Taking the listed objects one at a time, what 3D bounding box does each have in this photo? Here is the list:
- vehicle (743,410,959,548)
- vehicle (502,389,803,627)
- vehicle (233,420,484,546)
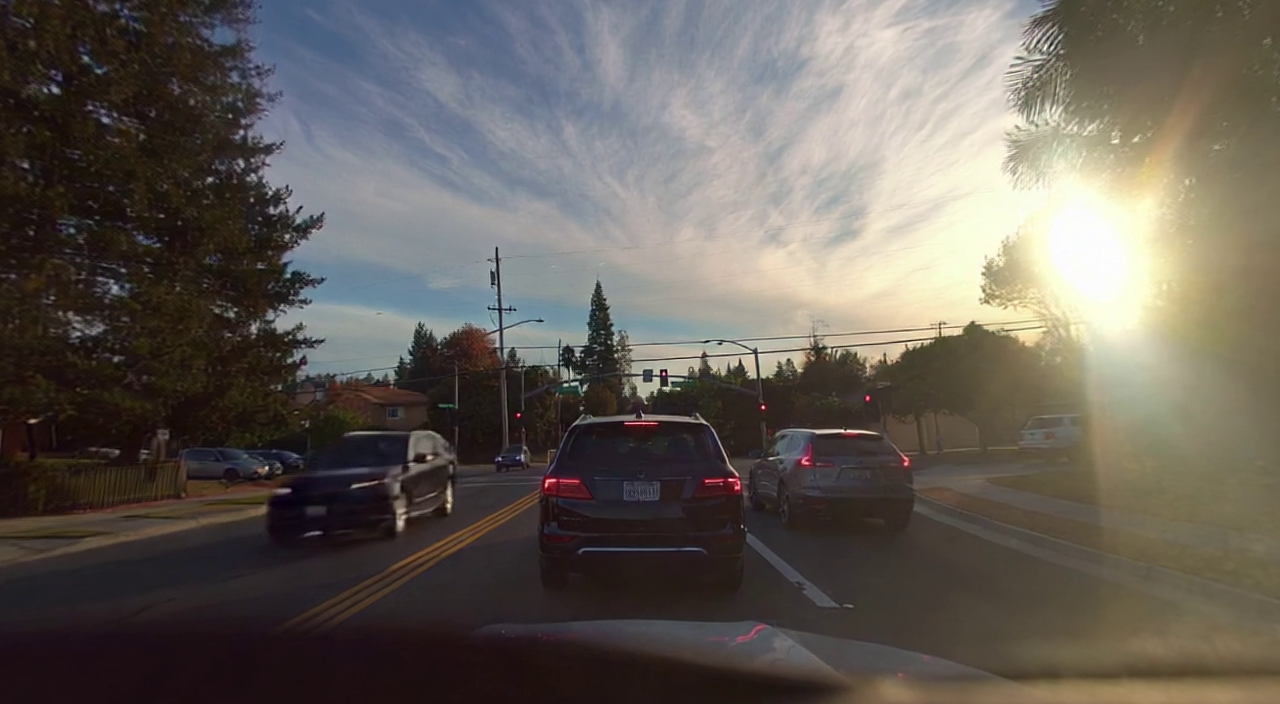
[{"bbox_3d":[3.083,1.953,10.343,1.967,1.756,4.281,0,-8,-1],"label":"vehicle"},{"bbox_3d":[0.061,1.423,6.660,2.151,1.695,4.100,0,-8,-1],"label":"vehicle"},{"bbox_3d":[-4.439,2.142,11.003,2.292,1.711,4.541,0,-8,0],"label":"vehicle"}]
